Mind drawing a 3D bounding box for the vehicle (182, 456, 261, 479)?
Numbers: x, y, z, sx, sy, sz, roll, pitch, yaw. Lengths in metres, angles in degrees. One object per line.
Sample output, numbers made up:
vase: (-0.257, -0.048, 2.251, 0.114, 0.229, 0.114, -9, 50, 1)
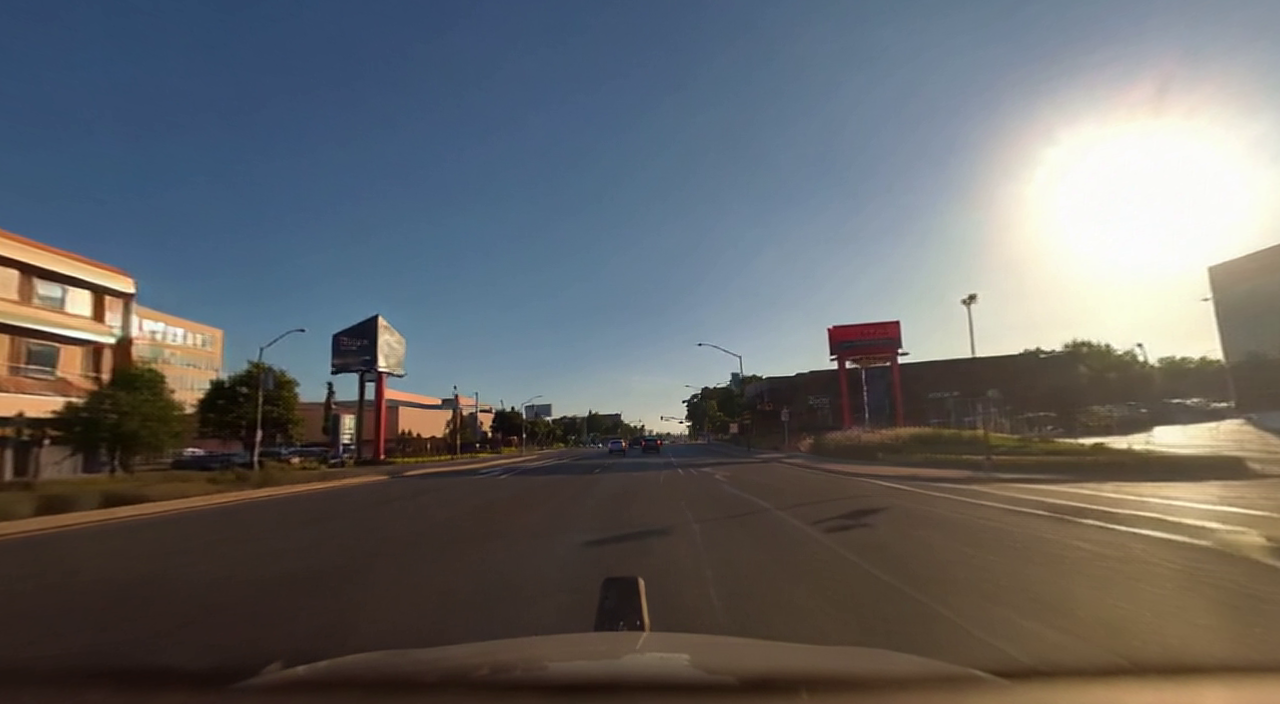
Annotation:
vehicle: (-29.094, 8.035, 44.145, 1.920, 1.442, 4.998, -1, -9, 2)

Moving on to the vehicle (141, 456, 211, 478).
vehicle: (-31.640, 7.860, 43.229, 1.815, 1.401, 3.775, -1, -10, 2)

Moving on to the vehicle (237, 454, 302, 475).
vehicle: (-28.998, 8.794, 49.668, 1.960, 1.478, 4.949, -1, -9, 3)
